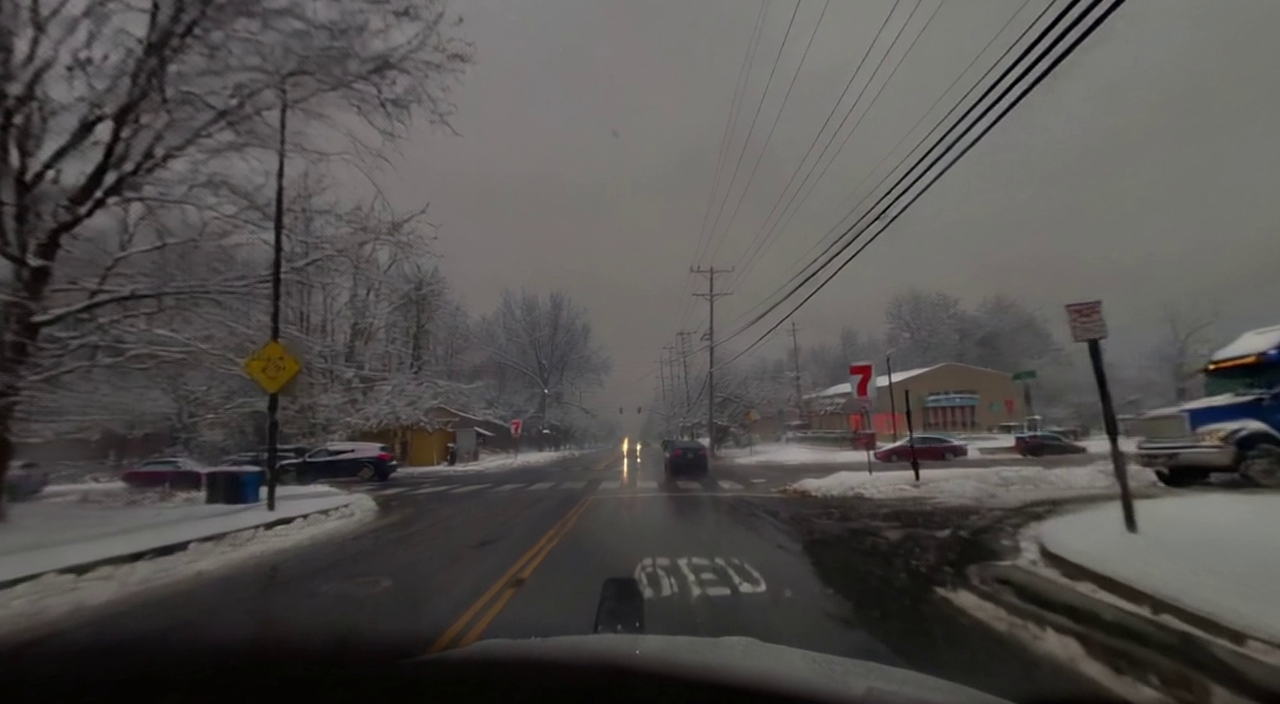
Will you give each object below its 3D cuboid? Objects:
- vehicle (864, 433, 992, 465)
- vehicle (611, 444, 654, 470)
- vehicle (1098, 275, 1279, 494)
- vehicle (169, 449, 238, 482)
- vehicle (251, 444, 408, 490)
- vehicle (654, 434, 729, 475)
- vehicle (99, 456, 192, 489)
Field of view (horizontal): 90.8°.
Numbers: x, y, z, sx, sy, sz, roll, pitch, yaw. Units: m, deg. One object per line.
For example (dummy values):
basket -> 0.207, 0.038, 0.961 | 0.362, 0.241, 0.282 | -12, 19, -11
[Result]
vehicle -> 13.023, 4.419, 28.803 | 4.872, 1.400, 1.955 | -1, -9, 3
vehicle -> -0.519, 6.166, 37.453 | 1.874, 1.427, 3.976 | 1, -9, -11
vehicle -> 15.125, 0.749, 12.461 | 9.897, 3.821, 2.789 | 0, -8, -1
vehicle -> -30.339, 7.854, 44.088 | 2.087, 2.103, 4.490 | 0, -9, -9
vehicle -> -13.843, 5.127, 28.523 | 5.866, 1.904, 2.197 | 1, -9, -6
vehicle -> 2.476, 5.200, 32.231 | 2.553, 1.868, 5.536 | 1, -9, -9
vehicle -> -29.251, 7.108, 37.619 | 2.085, 1.763, 4.658 | 1, -9, -6
